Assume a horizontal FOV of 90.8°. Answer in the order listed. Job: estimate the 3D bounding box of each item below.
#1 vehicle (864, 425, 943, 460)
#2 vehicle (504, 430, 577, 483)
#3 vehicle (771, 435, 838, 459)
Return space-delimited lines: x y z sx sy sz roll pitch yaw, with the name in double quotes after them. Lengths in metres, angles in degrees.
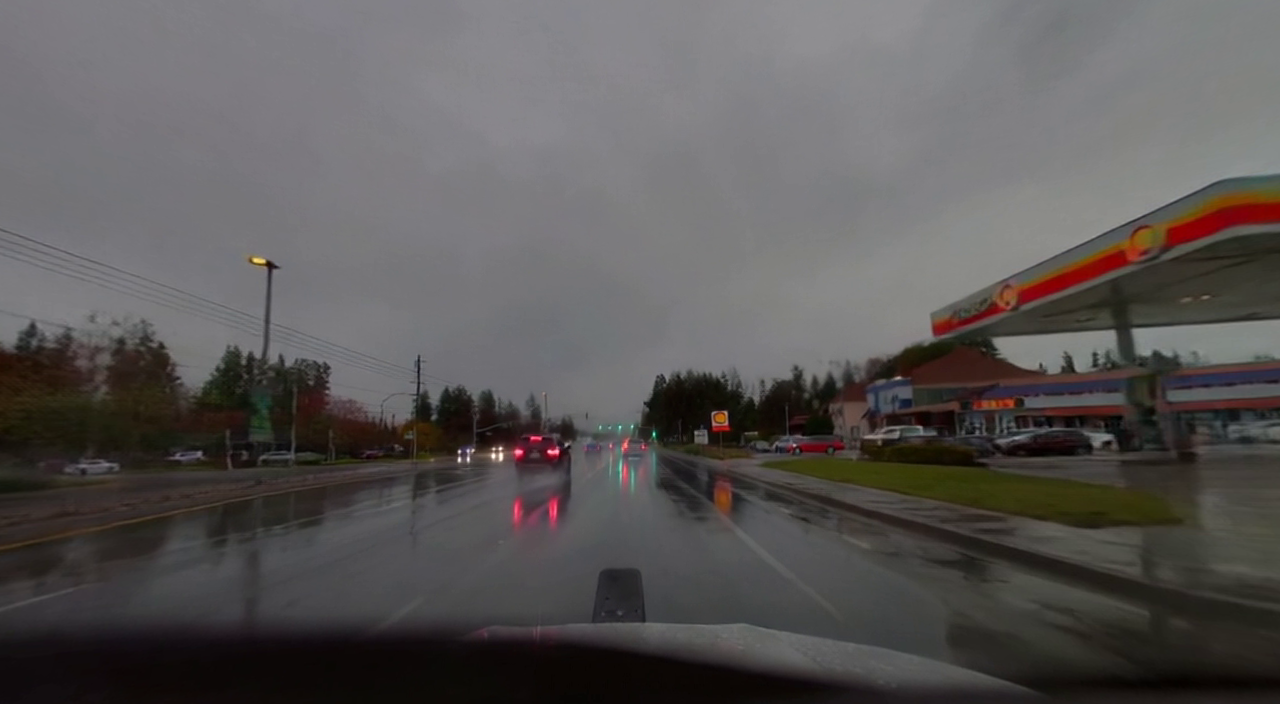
14.373 5.009 34.854 2.041 1.793 5.054 0 -9 -1 "vehicle"
-3.566 3.849 23.550 1.985 1.772 4.479 0 -8 0 "vehicle"
12.875 7.439 49.711 4.612 1.491 2.061 -4 -8 2 "vehicle"
